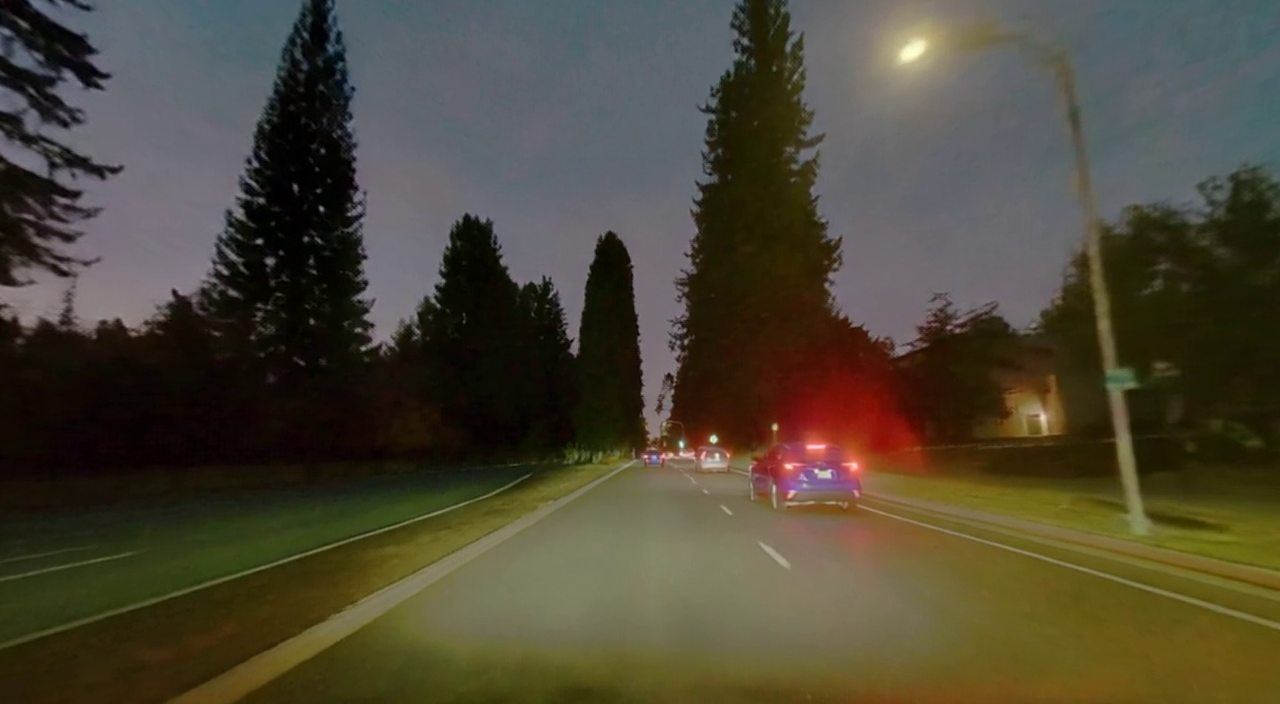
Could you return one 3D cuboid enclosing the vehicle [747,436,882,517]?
[{"bbox_3d":[3.906,2.842,14.928,2.052,1.639,4.123,0,-8,1],"label":"vehicle"}]

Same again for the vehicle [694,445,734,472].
[{"bbox_3d":[4.704,6.821,40.692,2.110,1.666,3.912,0,-8,1],"label":"vehicle"}]
